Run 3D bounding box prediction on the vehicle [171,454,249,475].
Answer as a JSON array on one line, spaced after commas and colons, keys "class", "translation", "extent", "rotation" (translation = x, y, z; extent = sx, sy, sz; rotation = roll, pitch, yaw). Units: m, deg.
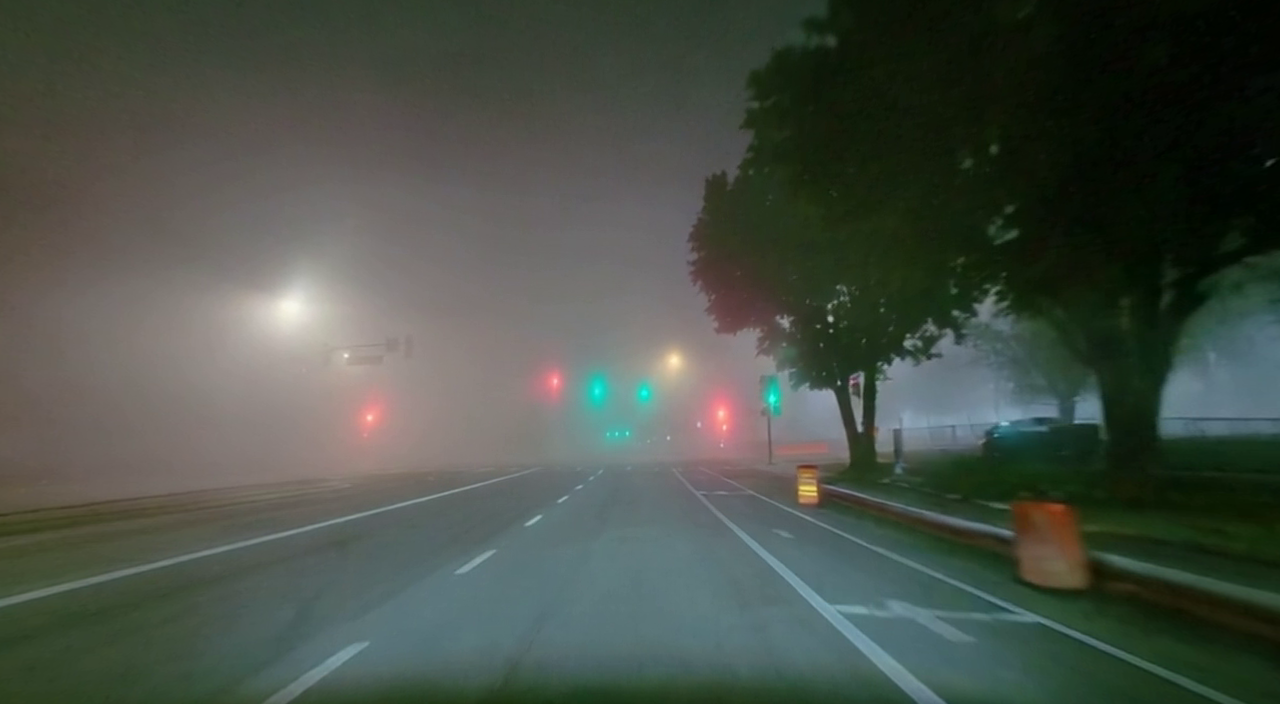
[{"class": "vehicle", "translation": [-32.978, 8.616, 48.519], "extent": [4.530, 1.540, 2.057], "rotation": [-1, -8, 4]}]
